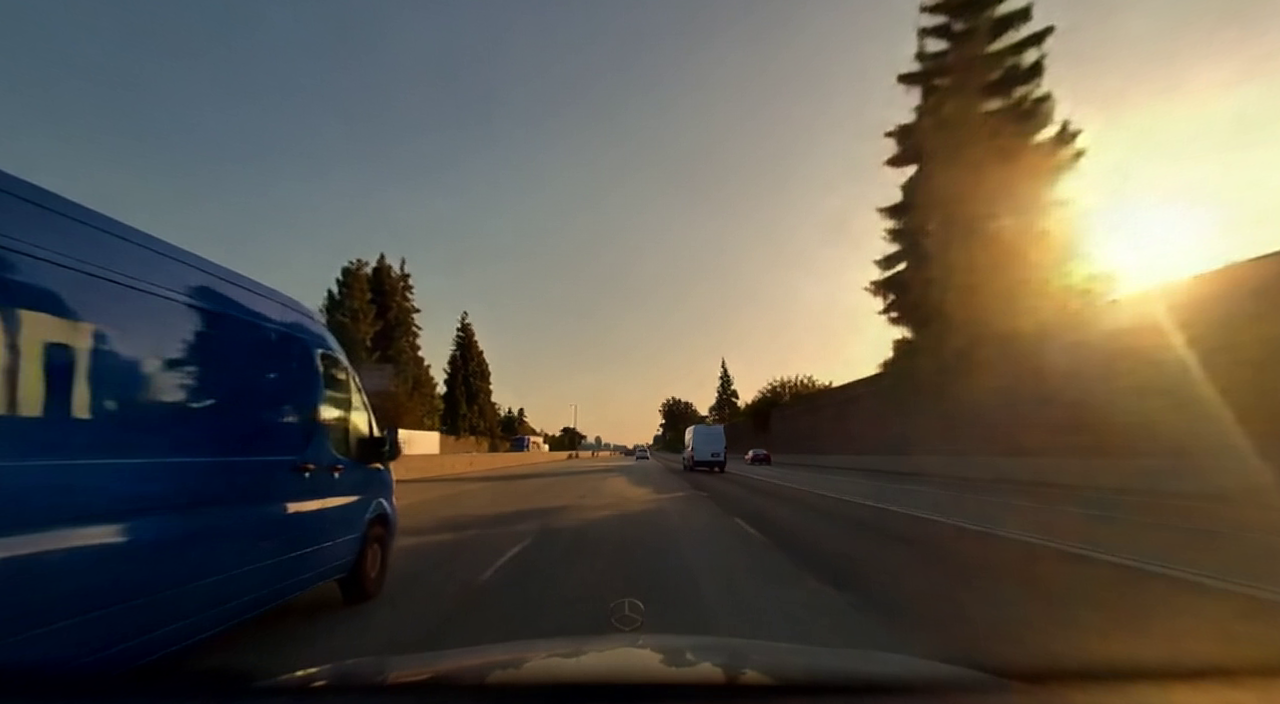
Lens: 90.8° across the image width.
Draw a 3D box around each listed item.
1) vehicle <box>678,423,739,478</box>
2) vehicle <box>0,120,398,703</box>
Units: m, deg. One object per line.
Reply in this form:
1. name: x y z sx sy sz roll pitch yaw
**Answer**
1. vehicle: 3.427 5.108 32.829 2.373 2.561 5.922 0 -9 -1
2. vehicle: -3.573 0.501 2.860 2.409 2.523 6.275 0 -9 0
